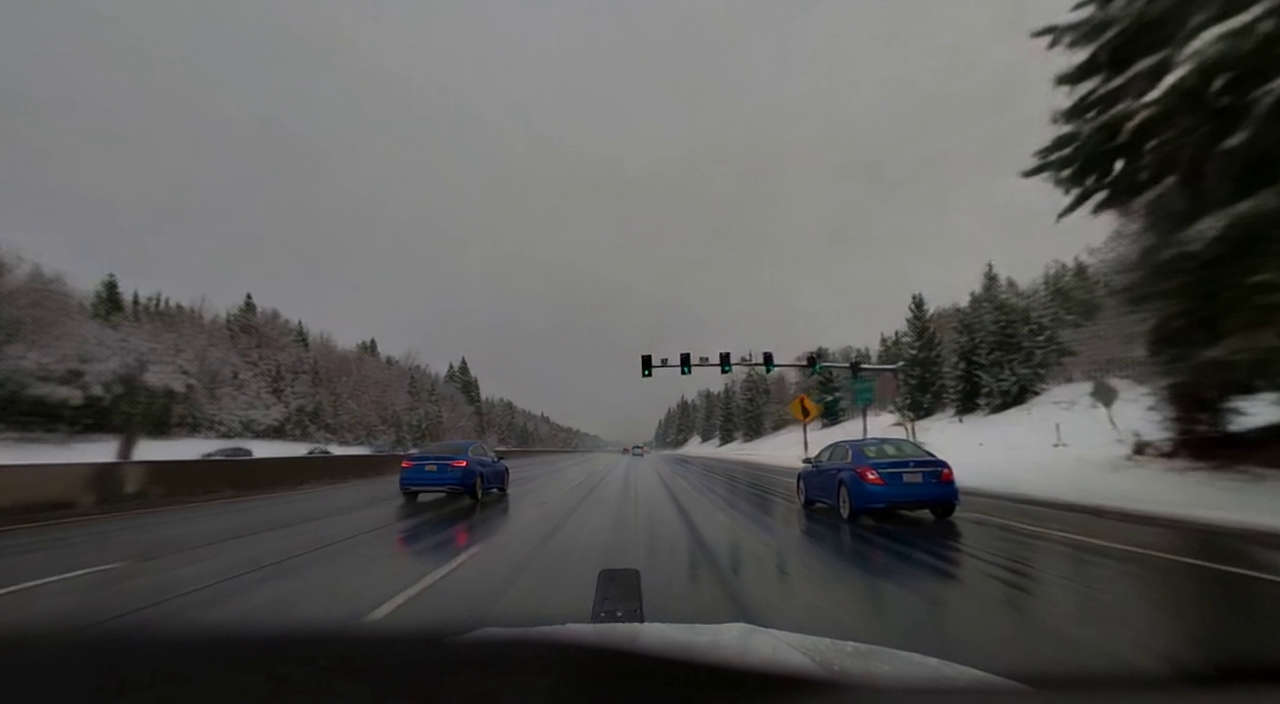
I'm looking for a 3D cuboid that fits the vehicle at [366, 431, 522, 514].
[{"bbox_3d":[-4.067,2.578,14.002,1.987,1.516,4.478,0,-9,0],"label":"vehicle"}]

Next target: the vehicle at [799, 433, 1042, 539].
[{"bbox_3d":[4.575,2.256,11.322,2.049,1.481,4.774,0,-9,-2],"label":"vehicle"}]

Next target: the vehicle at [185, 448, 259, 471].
[{"bbox_3d":[-28.723,7.393,43.440,1.827,1.473,4.641,0,-9,1],"label":"vehicle"}]

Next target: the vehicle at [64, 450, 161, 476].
[{"bbox_3d":[-32.875,6.921,39.421,1.949,1.465,4.795,0,-9,0],"label":"vehicle"}]
